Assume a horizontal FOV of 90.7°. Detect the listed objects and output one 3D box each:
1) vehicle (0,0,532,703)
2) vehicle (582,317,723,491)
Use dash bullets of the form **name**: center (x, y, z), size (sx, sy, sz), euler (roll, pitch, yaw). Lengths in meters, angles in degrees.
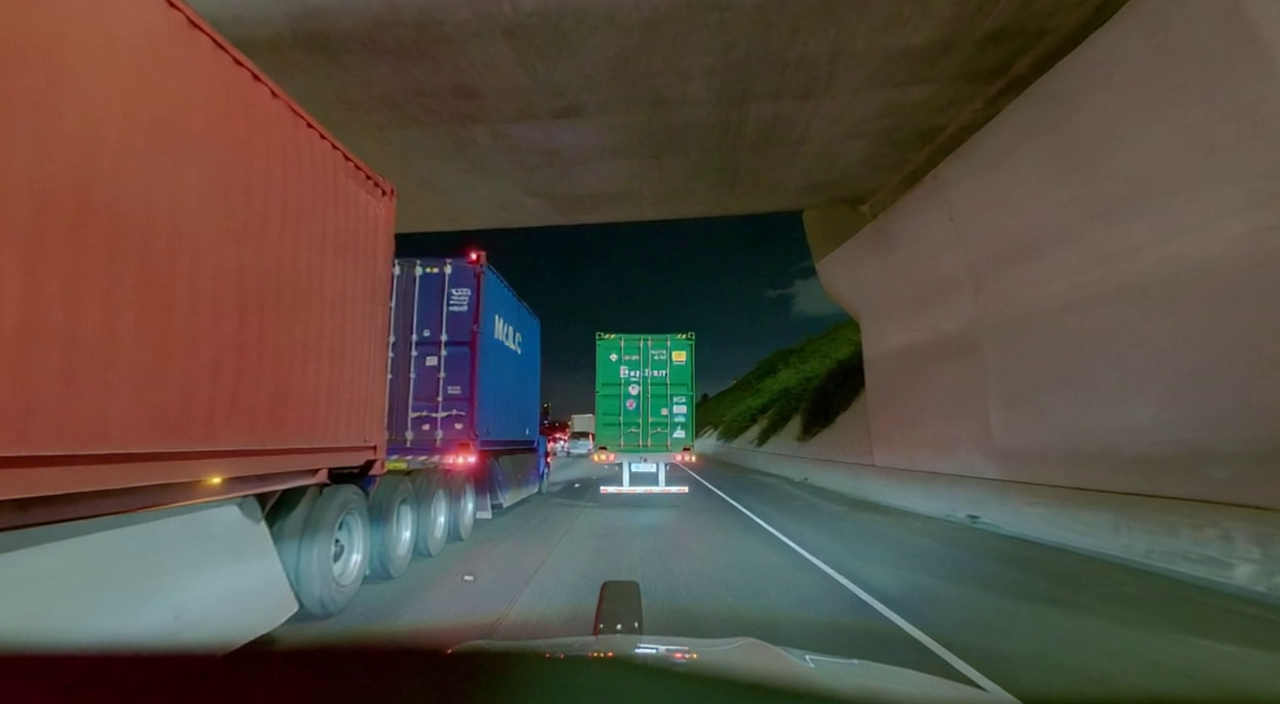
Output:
- **vehicle**: center (-3.665, 0.019, 5.711), size (2.873, 4.198, 13.317), euler (-1, -8, 1)
- **vehicle**: center (0.266, 1.767, 19.076), size (3.357, 4.212, 7.519), euler (0, -8, 0)
